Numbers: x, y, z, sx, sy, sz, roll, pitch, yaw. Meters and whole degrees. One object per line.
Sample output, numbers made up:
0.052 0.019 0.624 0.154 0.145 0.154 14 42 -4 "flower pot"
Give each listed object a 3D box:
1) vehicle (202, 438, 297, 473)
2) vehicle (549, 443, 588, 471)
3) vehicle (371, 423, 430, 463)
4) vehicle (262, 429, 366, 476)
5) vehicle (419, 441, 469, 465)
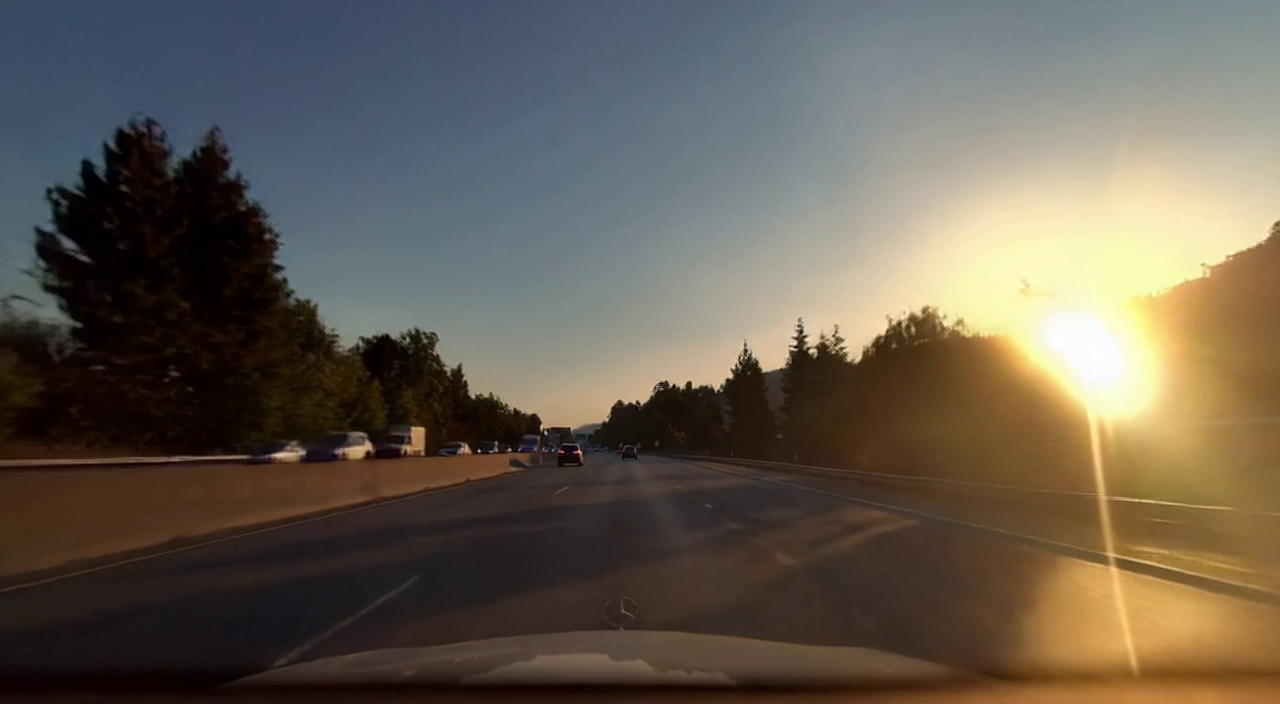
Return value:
-18.536 4.939 29.988 1.907 1.516 4.127 0 -9 0 "vehicle"
-4.558 6.782 40.594 2.098 1.692 4.038 0 -9 -1 "vehicle"
-18.530 7.132 48.815 2.305 2.886 6.006 0 -9 -1 "vehicle"
-13.252 4.129 25.840 1.956 1.714 4.432 0 -9 -1 "vehicle"
-13.602 7.038 43.774 2.021 1.520 4.580 0 -9 -1 "vehicle"
